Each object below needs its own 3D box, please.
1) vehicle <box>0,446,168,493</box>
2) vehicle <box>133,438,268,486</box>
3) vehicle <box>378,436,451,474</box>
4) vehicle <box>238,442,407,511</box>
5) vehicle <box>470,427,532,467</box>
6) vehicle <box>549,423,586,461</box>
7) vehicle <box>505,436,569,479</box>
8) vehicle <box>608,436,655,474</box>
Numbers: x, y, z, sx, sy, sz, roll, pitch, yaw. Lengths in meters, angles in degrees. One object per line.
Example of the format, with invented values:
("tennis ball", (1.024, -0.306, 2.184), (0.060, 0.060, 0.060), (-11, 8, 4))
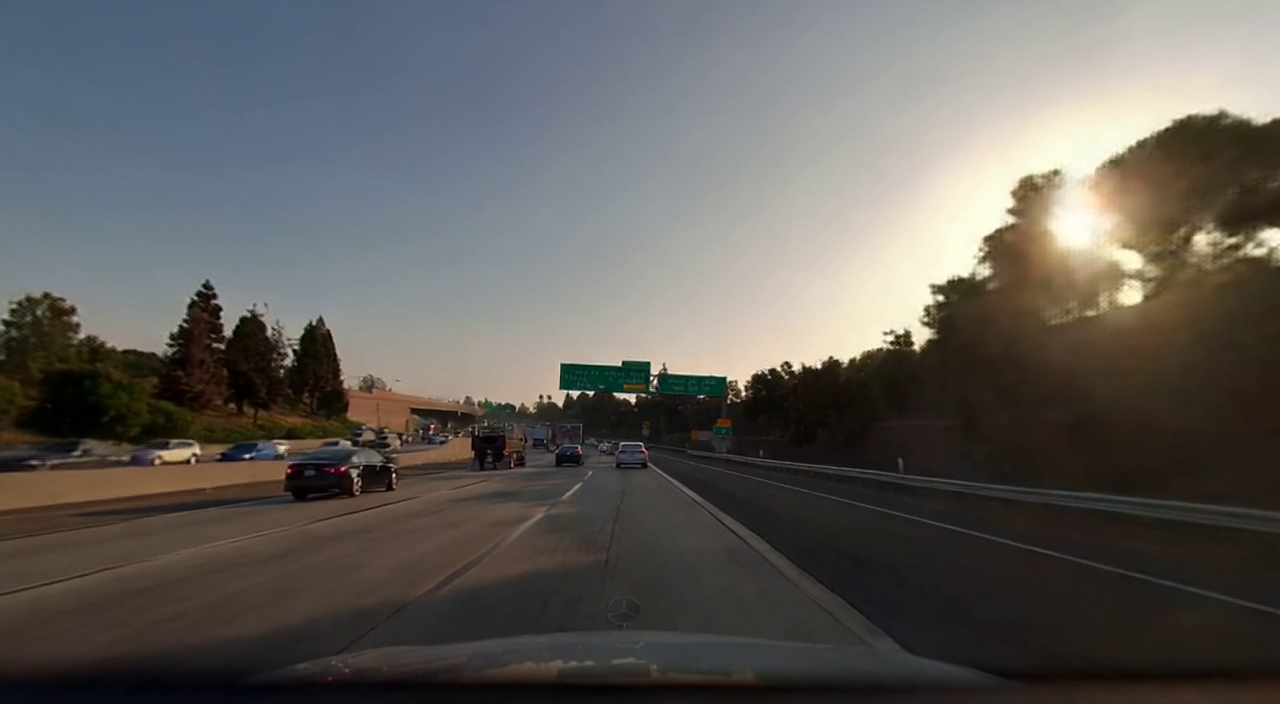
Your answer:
("vehicle", (-19.681, 4.121, 22.677), (1.951, 1.471, 4.676), (0, -8, -3))
("vehicle", (-16.063, 4.009, 23.400), (1.926, 1.587, 4.354), (0, -8, -2))
("vehicle", (-11.805, 5.408, 33.391), (2.079, 1.807, 5.187), (0, -8, -2))
("vehicle", (-7.622, 2.990, 15.754), (1.896, 1.465, 4.399), (0, -8, 1))
("vehicle", (-8.782, 6.090, 40.594), (2.773, 2.402, 6.232), (0, -8, -2))
("vehicle", (-5.357, 6.732, 47.315), (2.279, 2.672, 5.256), (0, -8, -2))
("vehicle", (-4.160, 4.335, 26.215), (2.005, 1.631, 4.295), (0, -8, -1))
("vehicle", (-0.417, 4.840, 29.957), (2.092, 1.671, 3.772), (0, -8, -2))
